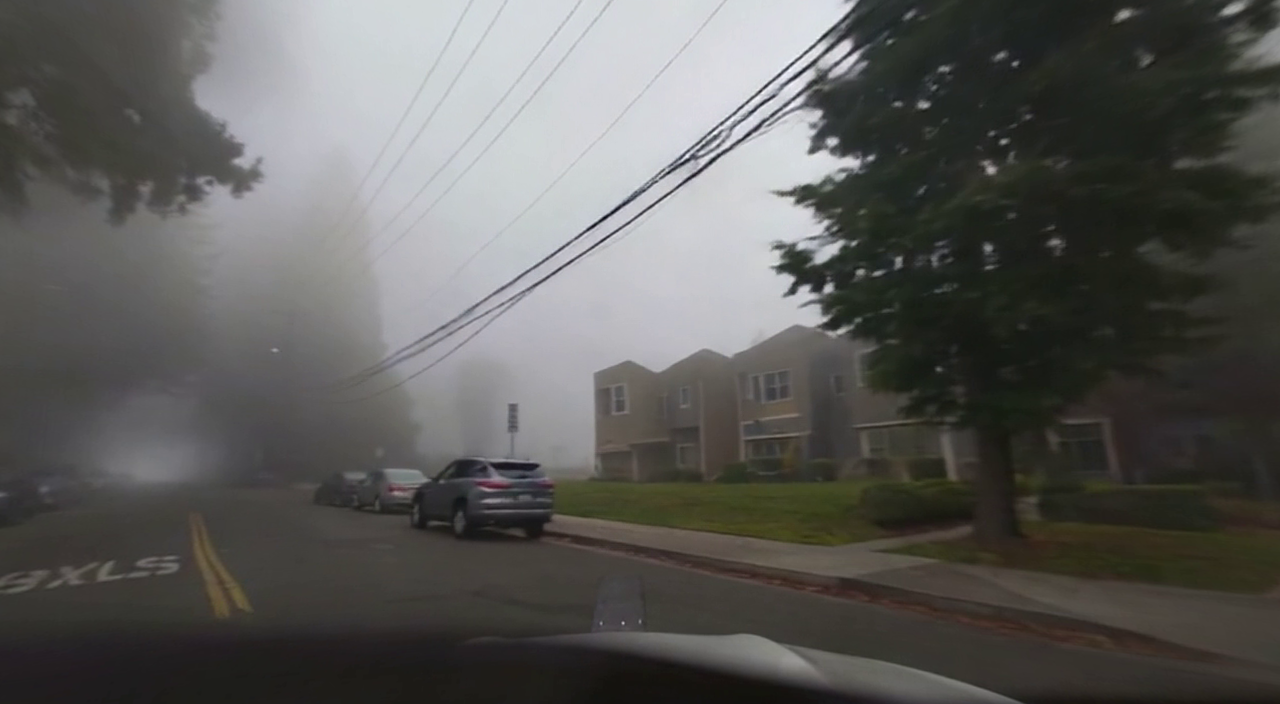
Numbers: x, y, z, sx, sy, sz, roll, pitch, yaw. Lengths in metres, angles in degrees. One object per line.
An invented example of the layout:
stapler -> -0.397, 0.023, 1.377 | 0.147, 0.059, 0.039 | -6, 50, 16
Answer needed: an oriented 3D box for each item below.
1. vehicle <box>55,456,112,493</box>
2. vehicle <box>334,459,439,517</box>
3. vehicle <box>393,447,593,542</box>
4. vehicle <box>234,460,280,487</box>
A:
vehicle -> -41.076, 8.997, 46.476 | 2.376, 2.219, 6.021 | 3, -8, -35
vehicle -> -8.190, 4.220, 20.018 | 1.868, 1.494, 4.652 | 6, -11, -37
vehicle -> -3.413, 2.957, 13.682 | 2.272, 1.626, 5.170 | 9, -13, -36
vehicle -> -28.051, 8.920, 45.916 | 2.328, 1.730, 4.225 | 7, -14, -36
